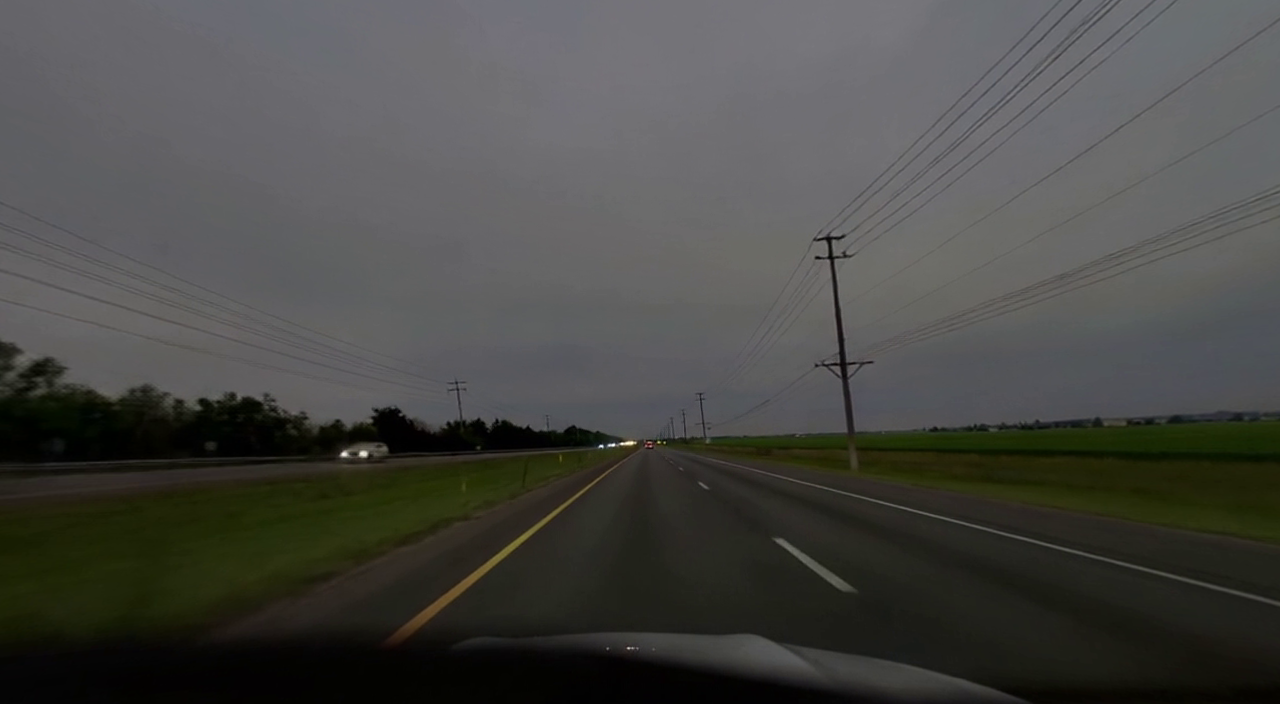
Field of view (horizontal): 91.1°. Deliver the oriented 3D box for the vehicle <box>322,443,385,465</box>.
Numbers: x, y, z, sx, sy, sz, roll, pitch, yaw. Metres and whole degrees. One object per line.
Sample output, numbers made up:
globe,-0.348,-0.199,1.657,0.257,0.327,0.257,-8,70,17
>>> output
vehicle,-19.897,7.087,43.832,2.025,1.469,4.826,0,-8,1
